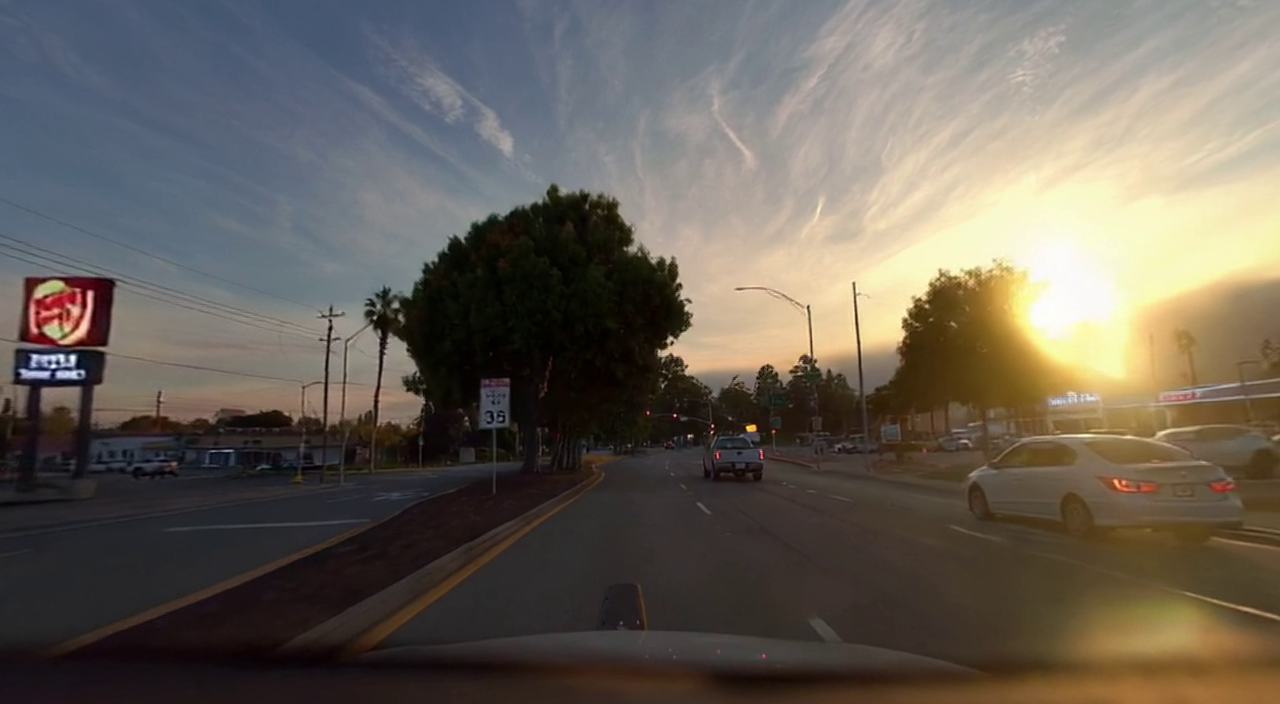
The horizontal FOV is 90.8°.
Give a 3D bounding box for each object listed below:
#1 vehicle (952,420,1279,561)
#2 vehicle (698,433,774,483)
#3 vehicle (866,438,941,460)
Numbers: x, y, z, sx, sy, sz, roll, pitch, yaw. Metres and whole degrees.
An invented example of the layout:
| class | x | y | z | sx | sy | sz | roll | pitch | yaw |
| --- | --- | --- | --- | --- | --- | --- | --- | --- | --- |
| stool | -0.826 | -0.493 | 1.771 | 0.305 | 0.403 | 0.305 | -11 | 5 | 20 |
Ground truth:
| class | x | y | z | sx | sy | sz | roll | pitch | yaw |
| --- | --- | --- | --- | --- | --- | --- | --- | --- | --- |
| vehicle | 6.549 | 1.808 | 8.942 | 1.986 | 1.480 | 4.296 | 0 | -9 | -1 |
| vehicle | 3.642 | 4.133 | 24.914 | 2.214 | 1.749 | 4.998 | 0 | -9 | 0 |
| vehicle | 18.204 | 6.749 | 43.782 | 4.337 | 1.447 | 1.933 | 0 | -9 | 0 |
